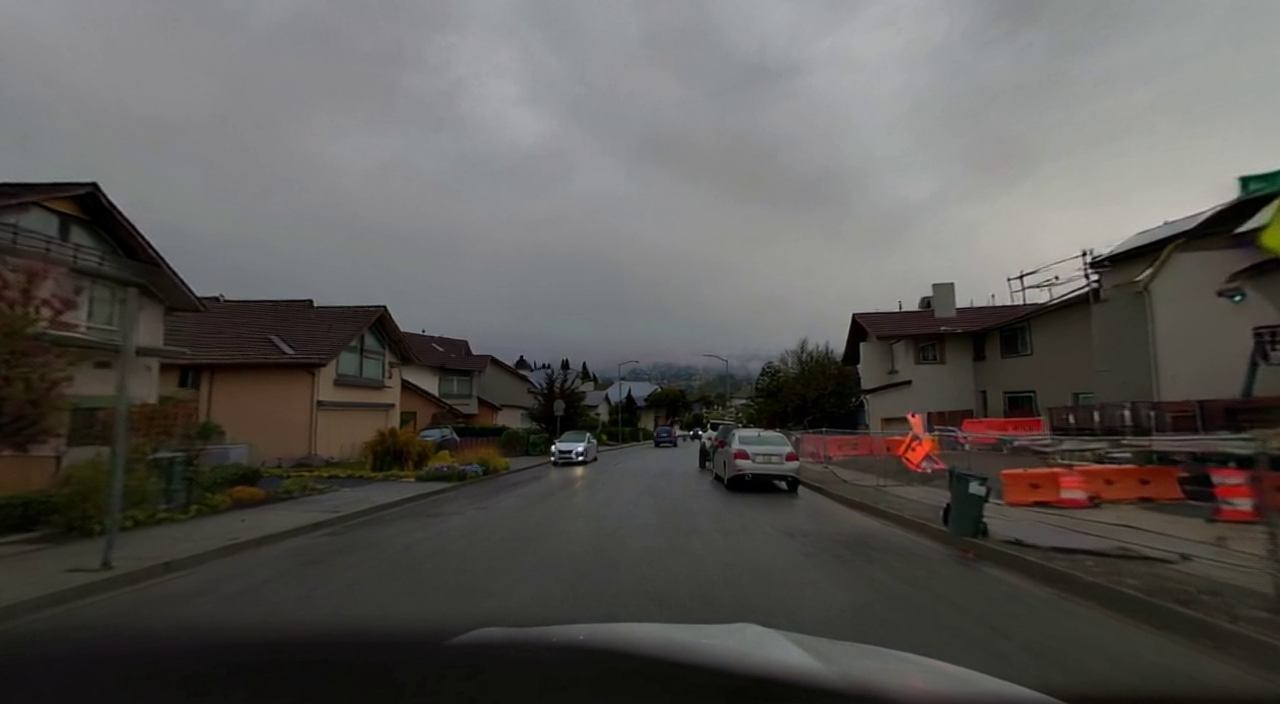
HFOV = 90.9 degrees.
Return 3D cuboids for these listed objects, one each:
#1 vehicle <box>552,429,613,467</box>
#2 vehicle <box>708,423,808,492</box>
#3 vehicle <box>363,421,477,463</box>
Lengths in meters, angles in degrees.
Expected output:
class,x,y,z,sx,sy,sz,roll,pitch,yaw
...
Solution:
class,x,y,z,sx,sy,sz,roll,pitch,yaw
vehicle,-2.391,4.117,27.364,1.972,1.499,4.191,-1,-8,4
vehicle,2.823,2.604,15.966,1.998,1.494,3.927,-1,-8,3
vehicle,-9.720,3.994,28.070,4.205,1.745,2.121,-1,-8,5
